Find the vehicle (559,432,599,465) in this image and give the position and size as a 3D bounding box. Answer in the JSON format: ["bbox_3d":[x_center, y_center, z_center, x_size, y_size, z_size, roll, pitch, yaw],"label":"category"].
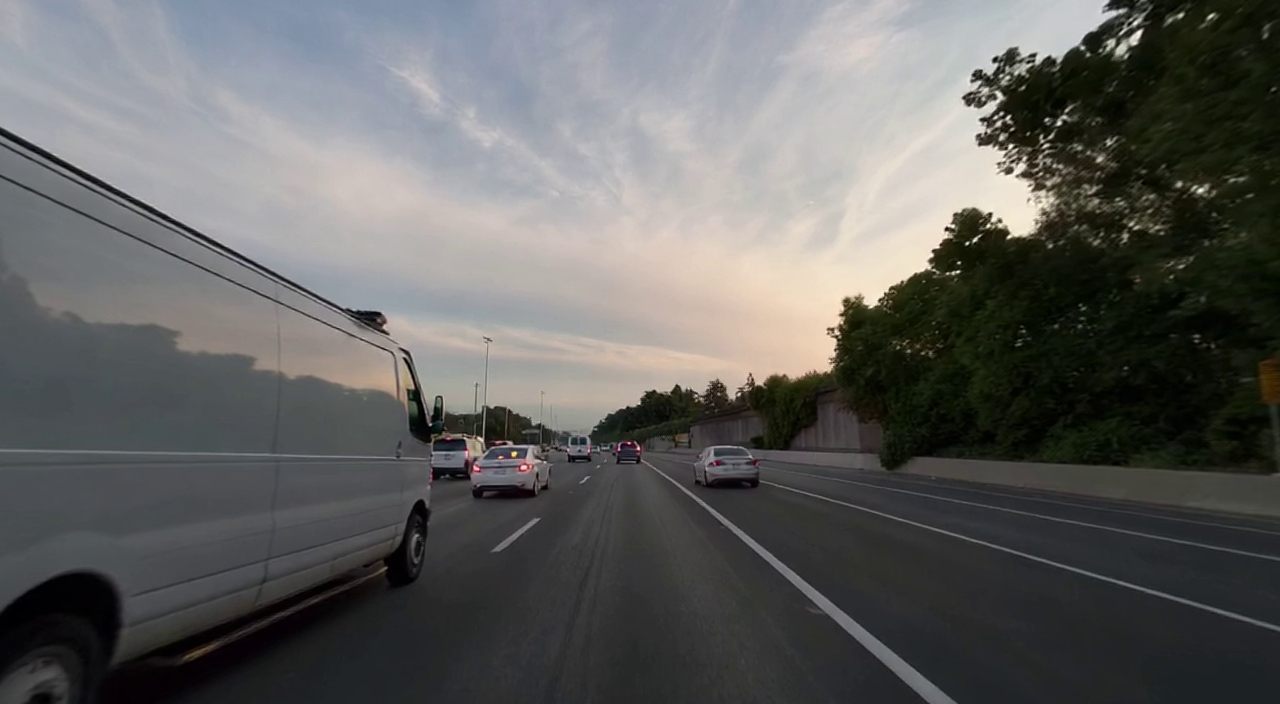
[{"bbox_3d":[-4.490,7.194,47.143,2.504,2.276,5.933,0,-9,-1],"label":"vehicle"}]

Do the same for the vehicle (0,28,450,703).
[{"bbox_3d":[-3.107,0.504,3.156,2.383,2.543,5.904,0,-9,0],"label":"vehicle"}]

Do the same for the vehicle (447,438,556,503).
[{"bbox_3d":[-3.515,3.092,16.857,1.963,1.507,4.172,0,-9,0],"label":"vehicle"}]

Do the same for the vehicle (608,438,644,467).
[{"bbox_3d":[-0.937,6.610,41.480,2.207,1.807,4.199,0,-9,-1],"label":"vehicle"}]

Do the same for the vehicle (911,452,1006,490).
[{"bbox_3d":[14.011,5.239,28.023,1.846,1.471,4.423,2,-9,-2],"label":"vehicle"}]

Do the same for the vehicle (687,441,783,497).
[{"bbox_3d":[2.762,3.535,19.470,2.127,1.513,4.501,0,-9,-2],"label":"vehicle"}]
